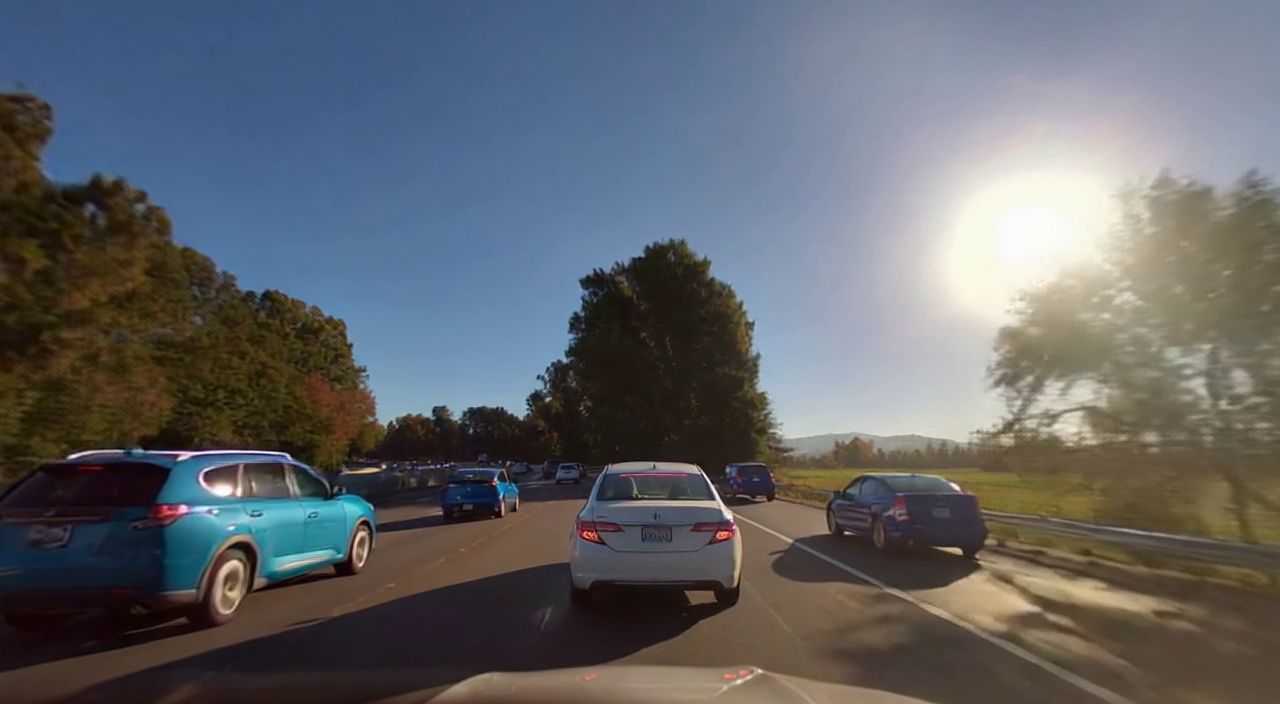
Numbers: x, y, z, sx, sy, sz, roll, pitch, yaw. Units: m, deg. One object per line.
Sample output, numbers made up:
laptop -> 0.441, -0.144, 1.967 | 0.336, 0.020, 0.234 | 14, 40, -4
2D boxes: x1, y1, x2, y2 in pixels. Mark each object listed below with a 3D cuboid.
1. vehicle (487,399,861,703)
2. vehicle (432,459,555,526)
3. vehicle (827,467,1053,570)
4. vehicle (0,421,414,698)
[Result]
vehicle -> 0.162, 1.519, 5.627 | 2.057, 1.725, 4.126 | 1, -11, -1
vehicle -> -3.686, 3.655, 16.808 | 1.960, 1.502, 4.593 | 0, -11, 3
vehicle -> 4.795, 2.712, 10.920 | 1.870, 1.382, 4.287 | 0, -11, 1
vehicle -> -3.919, 1.583, 5.831 | 1.994, 1.556, 4.263 | 0, -11, 1
